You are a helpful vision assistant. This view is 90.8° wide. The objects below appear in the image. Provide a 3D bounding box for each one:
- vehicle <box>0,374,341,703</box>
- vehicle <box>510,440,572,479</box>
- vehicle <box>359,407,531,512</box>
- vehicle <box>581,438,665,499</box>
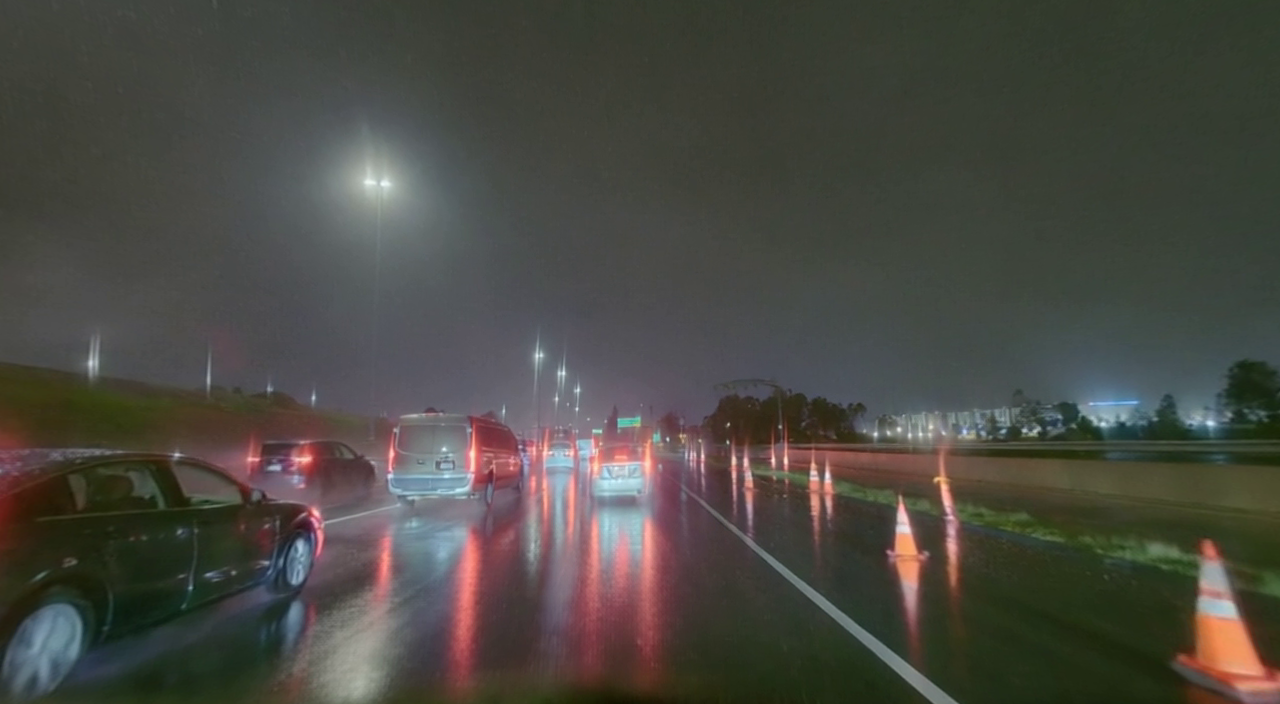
[{"bbox_3d":[-3.898,1.042,3.734,2.041,1.604,4.384,0,-9,1],"label":"vehicle"},{"bbox_3d":[-3.972,4.361,25.925,1.824,1.459,4.007,0,-9,1],"label":"vehicle"},{"bbox_3d":[-4.283,2.518,15.214,2.324,2.012,5.740,0,-9,0],"label":"vehicle"},{"bbox_3d":[-0.463,3.153,17.514,2.069,1.484,3.918,0,-9,-1],"label":"vehicle"}]
